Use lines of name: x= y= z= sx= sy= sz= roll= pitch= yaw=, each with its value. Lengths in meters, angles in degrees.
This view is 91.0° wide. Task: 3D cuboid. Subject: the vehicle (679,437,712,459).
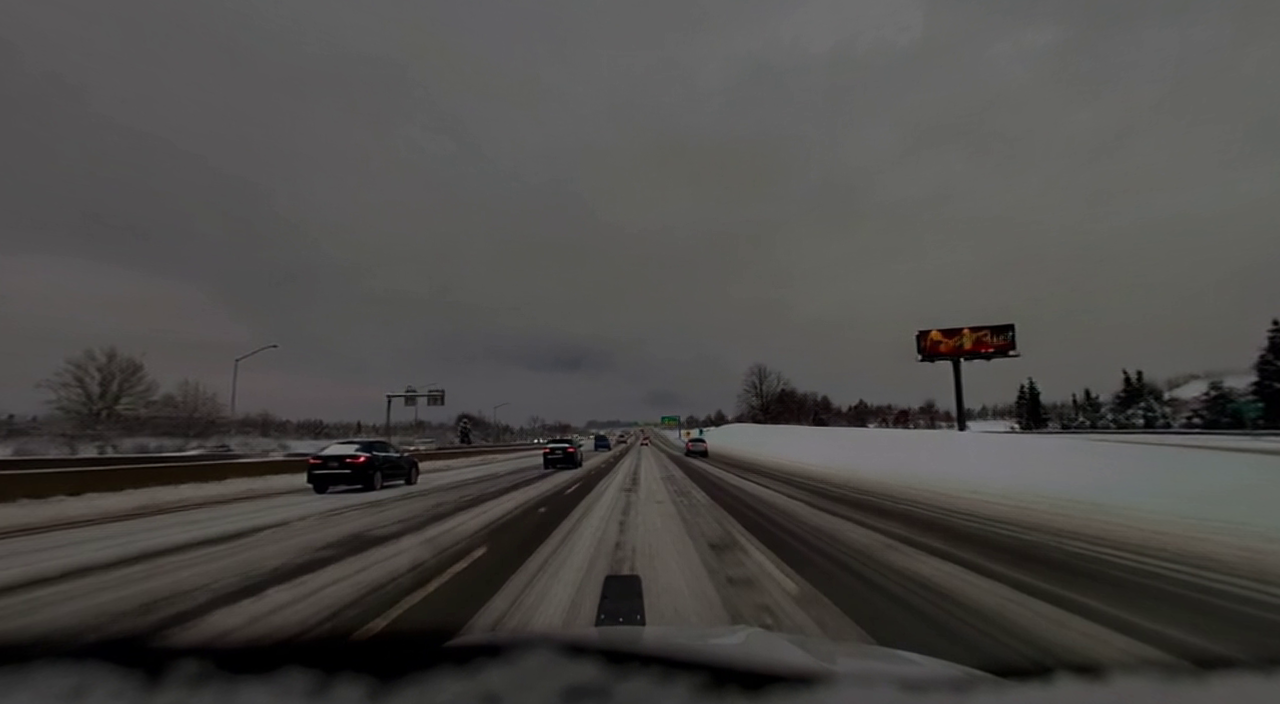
vehicle: x=4.198 y=7.401 z=48.446 sx=2.135 sy=1.532 sz=4.506 roll=0 pitch=-9 yaw=0

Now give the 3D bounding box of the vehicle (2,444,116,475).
vehicle: x=-31.082 y=5.738 z=33.886 sx=1.876 sy=1.532 sz=4.388 roll=0 pitch=-9 yaw=1

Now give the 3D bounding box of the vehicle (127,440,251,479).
vehicle: x=-19.662 y=4.684 z=27.751 sx=1.906 sy=1.534 sz=4.695 roll=0 pitch=-9 yaw=1

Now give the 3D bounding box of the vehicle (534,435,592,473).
vehicle: x=-3.384 y=4.580 z=28.418 sx=2.001 sy=1.577 sz=4.055 roll=0 pitch=-9 yaw=1

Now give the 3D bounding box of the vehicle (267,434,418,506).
vehicle: x=-7.098 y=2.842 z=15.478 sx=1.865 sy=1.518 sz=3.620 roll=0 pitch=-9 yaw=1
